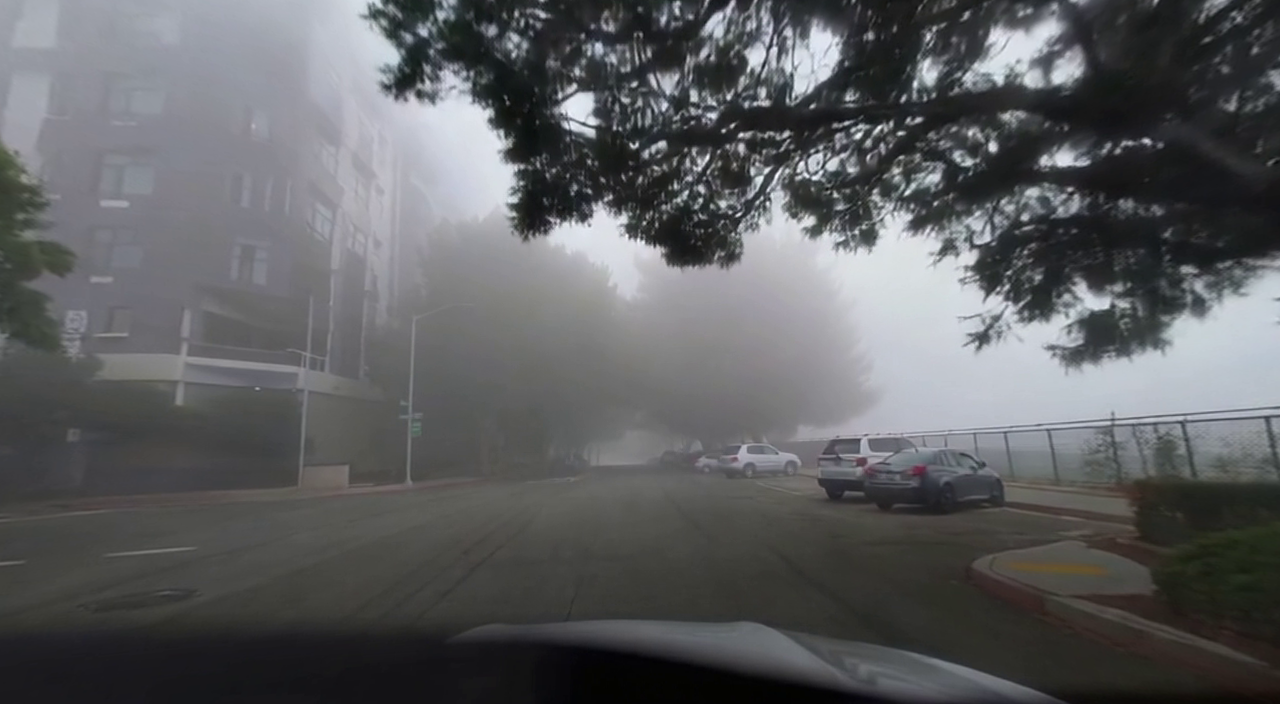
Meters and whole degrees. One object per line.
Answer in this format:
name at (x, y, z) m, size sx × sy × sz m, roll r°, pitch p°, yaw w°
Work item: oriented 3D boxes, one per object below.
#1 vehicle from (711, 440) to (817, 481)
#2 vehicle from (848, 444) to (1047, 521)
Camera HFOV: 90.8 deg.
vehicle at (6.509, 5.640, 33.027) m, size 5.061 × 1.829 × 2.274 m, roll 2°, pitch -9°, yaw -29°
vehicle at (7.050, 2.863, 14.396) m, size 4.402 × 1.474 × 1.957 m, roll 6°, pitch -10°, yaw -32°
